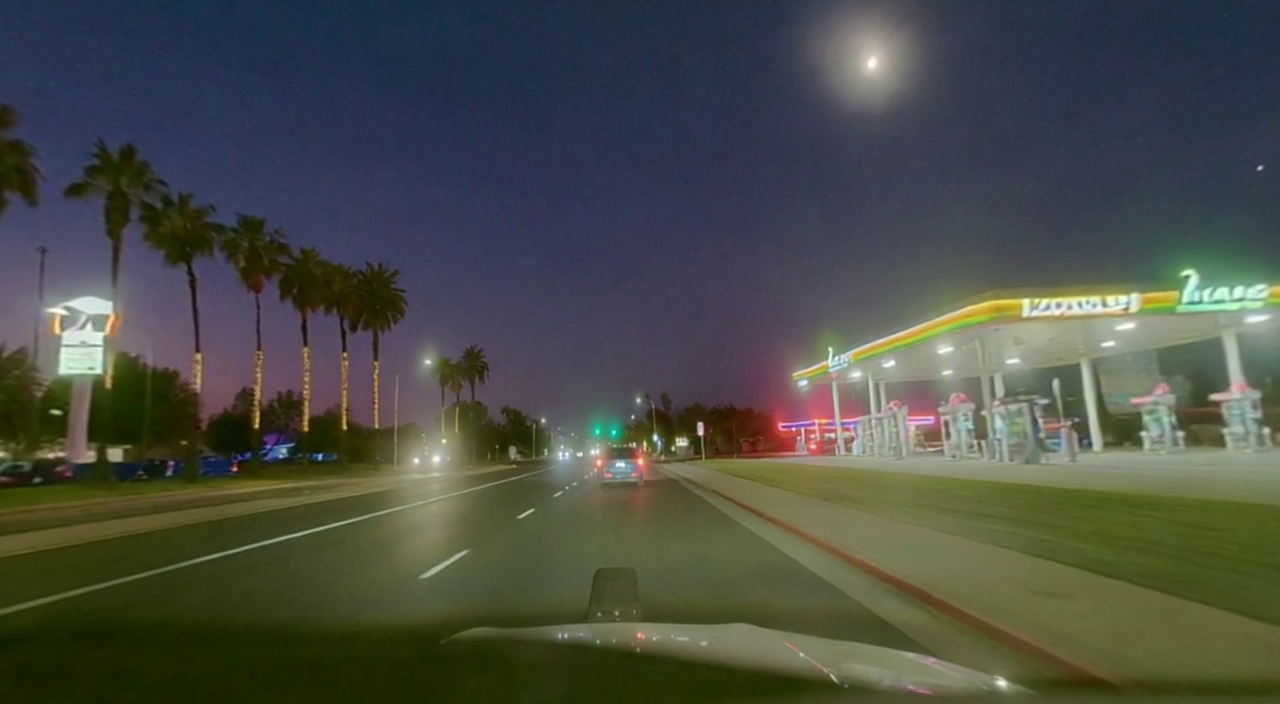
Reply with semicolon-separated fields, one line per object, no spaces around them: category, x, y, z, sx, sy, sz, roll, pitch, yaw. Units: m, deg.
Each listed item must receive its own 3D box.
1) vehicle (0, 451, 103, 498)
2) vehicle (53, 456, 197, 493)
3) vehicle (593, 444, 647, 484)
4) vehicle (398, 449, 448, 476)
vehicle;-23.321;4.645;23.742;4.636;1.532;1.891;-3;-7;1
vehicle;-23.498;5.586;28.974;4.601;1.610;2.178;0;-9;-2
vehicle;-0.797;4.624;26.450;2.076;1.486;4.119;0;-8;-1
vehicle;-15.114;7.714;44.342;2.026;1.722;4.463;0;-8;-2
